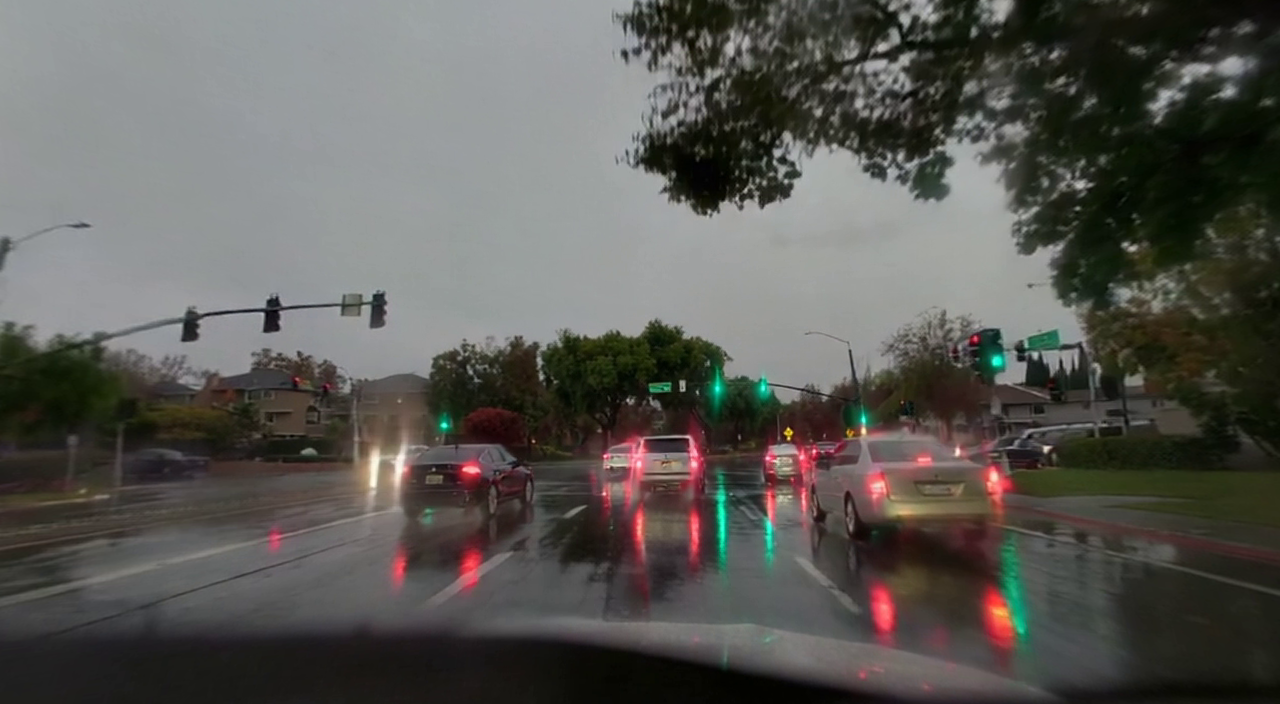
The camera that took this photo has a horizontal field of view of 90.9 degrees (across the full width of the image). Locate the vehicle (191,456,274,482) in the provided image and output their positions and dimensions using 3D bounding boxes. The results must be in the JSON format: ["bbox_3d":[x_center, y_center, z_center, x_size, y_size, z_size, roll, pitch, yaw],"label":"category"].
[{"bbox_3d":[-28.557,8.183,44.218,4.711,1.661,1.990,-2,-9,12],"label":"vehicle"}]

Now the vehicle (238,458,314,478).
[{"bbox_3d":[-27.214,8.671,47.161,4.647,1.427,2.065,-2,-9,13],"label":"vehicle"}]

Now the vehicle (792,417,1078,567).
[{"bbox_3d":[3.814,1.900,9.339,2.106,1.636,4.655,-1,-9,2],"label":"vehicle"}]

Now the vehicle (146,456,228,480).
[{"bbox_3d":[-34.825,8.937,48.520,4.741,1.751,2.214,-2,-9,8],"label":"vehicle"}]

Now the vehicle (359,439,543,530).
[{"bbox_3d":[-3.445,2.513,12.612,2.006,1.464,4.586,-1,-9,4],"label":"vehicle"}]

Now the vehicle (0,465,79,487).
[{"bbox_3d":[-44.092,8.936,45.559,4.725,1.457,2.041,1,-9,-9],"label":"vehicle"}]

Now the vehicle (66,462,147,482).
[{"bbox_3d":[-41.640,9.364,49.267,4.634,1.452,1.888,0,-9,1],"label":"vehicle"}]

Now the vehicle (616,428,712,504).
[{"bbox_3d":[0.749,3.041,17.221,2.250,1.768,4.574,-1,-9,5],"label":"vehicle"}]

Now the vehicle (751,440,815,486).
[{"bbox_3d":[5.173,4.039,23.189,1.859,1.540,3.454,-1,-9,6],"label":"vehicle"}]
